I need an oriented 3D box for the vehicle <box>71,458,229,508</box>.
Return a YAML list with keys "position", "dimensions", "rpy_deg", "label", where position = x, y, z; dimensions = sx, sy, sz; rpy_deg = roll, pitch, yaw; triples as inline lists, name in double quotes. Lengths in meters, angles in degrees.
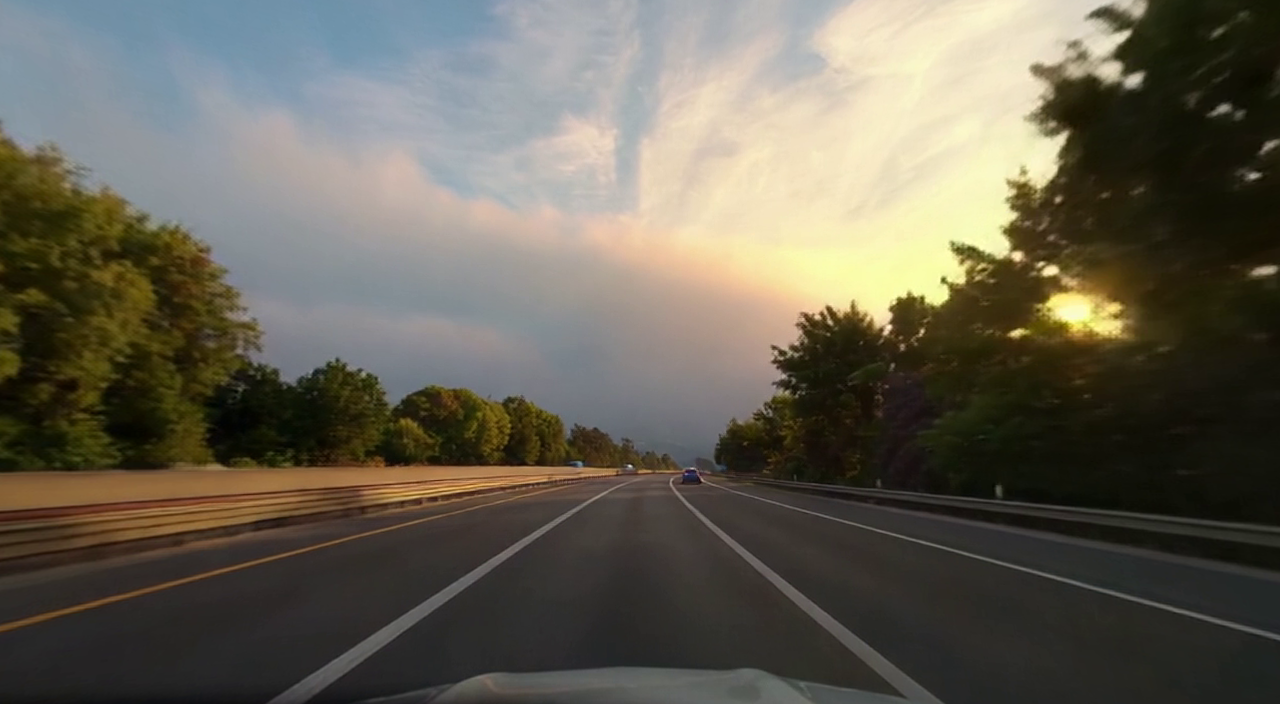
- position: [-16.351, 4.380, 21.354]
  dimensions: [2.023, 1.482, 3.976]
  rpy_deg: [0, -10, 2]
  label: "vehicle"
